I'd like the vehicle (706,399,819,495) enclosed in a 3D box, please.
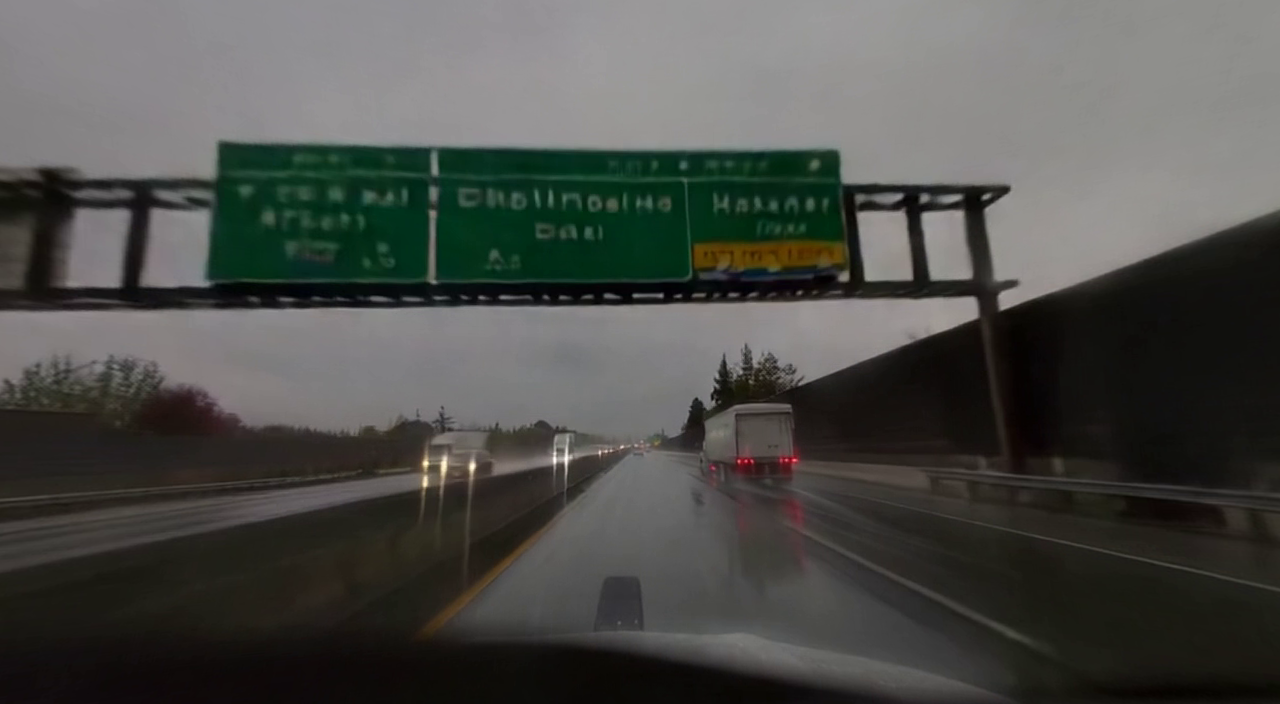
[{"bbox_3d":[3.974,3.334,22.039,2.449,2.805,6.763,0,-9,-1],"label":"vehicle"}]

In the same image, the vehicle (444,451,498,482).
[{"bbox_3d":[-8.813,5.980,33.033,1.816,1.460,3.681,0,-9,0],"label":"vehicle"}]

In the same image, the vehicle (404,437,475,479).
[{"bbox_3d":[-12.936,6.904,41.180,2.601,2.464,6.400,0,-9,-1],"label":"vehicle"}]
